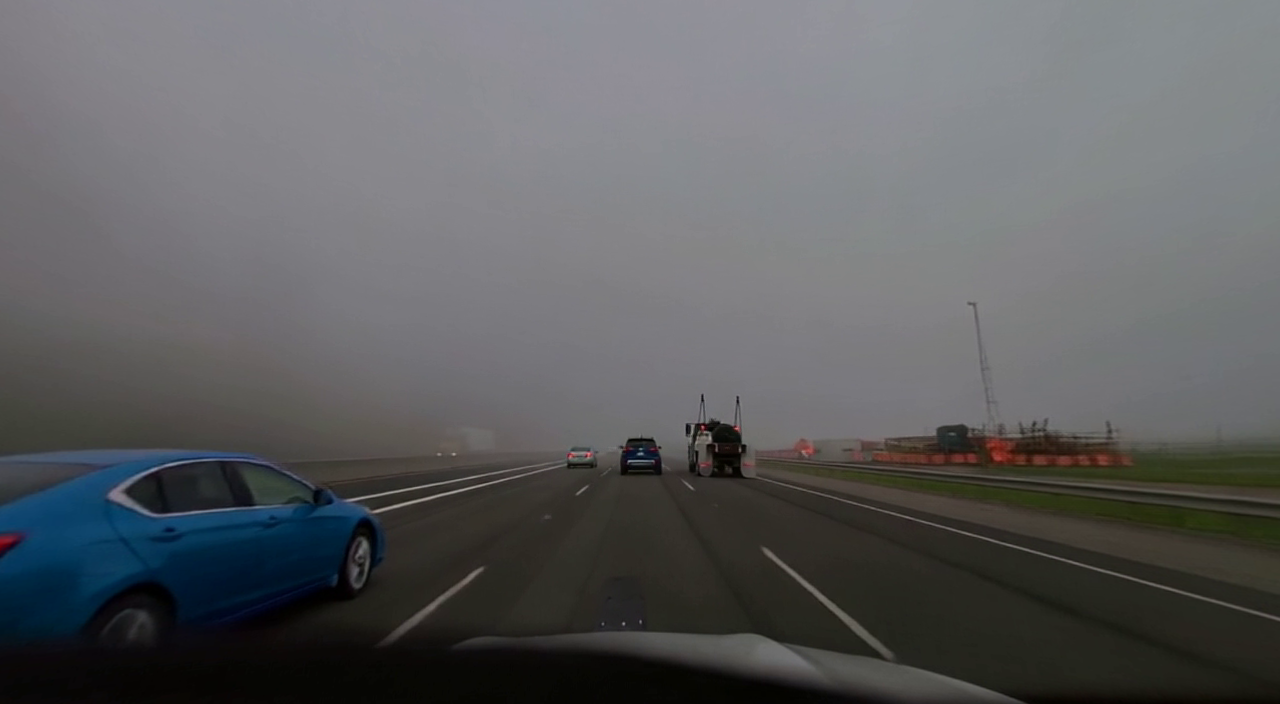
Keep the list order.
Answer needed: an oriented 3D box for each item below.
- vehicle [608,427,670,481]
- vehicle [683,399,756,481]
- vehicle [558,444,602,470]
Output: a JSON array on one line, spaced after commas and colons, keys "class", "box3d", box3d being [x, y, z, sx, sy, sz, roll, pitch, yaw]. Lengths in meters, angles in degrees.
[{"class": "vehicle", "box3d": [-0.008, 4.148, 25.824, 2.308, 1.993, 4.631, 0, -8, 1]}, {"class": "vehicle", "box3d": [4.041, 4.796, 34.225, 2.793, 3.828, 9.580, 0, -8, 1]}, {"class": "vehicle", "box3d": [-3.455, 6.167, 37.329, 2.096, 1.469, 4.319, 0, -8, 1]}]
